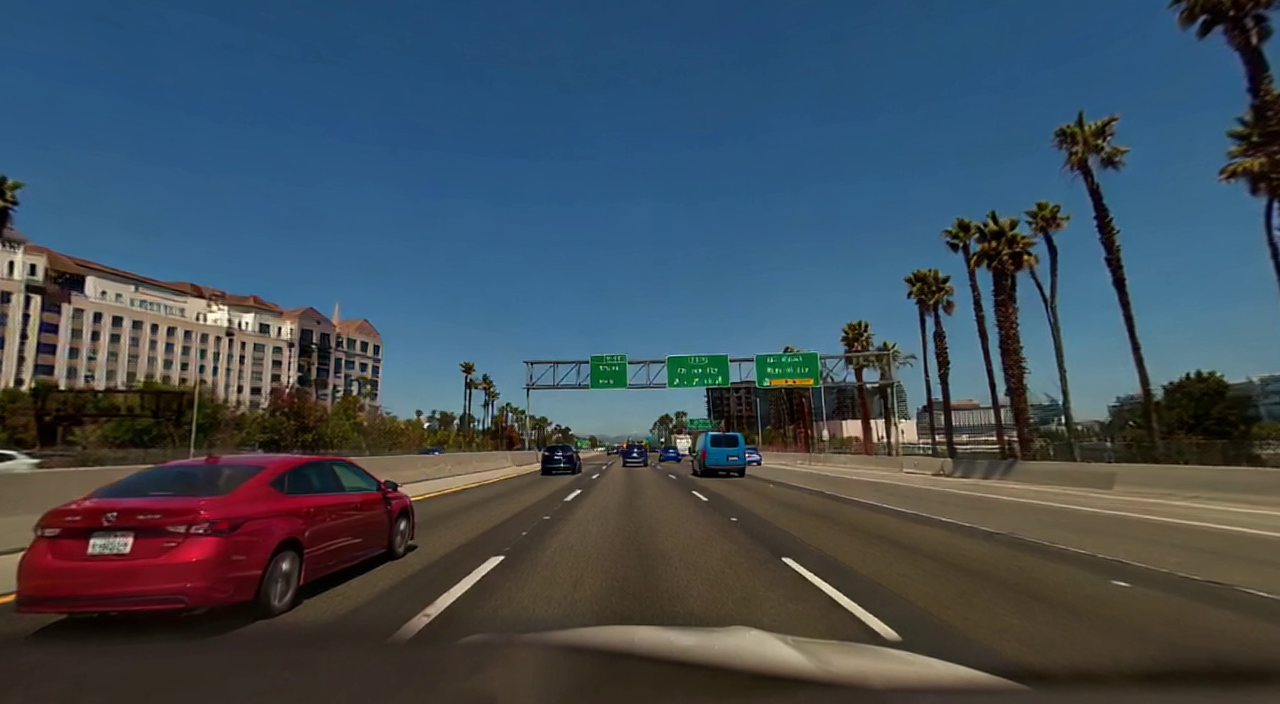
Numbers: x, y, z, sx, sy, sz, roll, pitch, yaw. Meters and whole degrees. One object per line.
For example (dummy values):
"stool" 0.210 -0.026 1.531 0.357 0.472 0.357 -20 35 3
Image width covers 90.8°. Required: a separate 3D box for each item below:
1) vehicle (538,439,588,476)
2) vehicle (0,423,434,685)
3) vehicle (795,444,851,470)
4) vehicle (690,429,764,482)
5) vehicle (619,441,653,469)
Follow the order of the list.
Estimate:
"vehicle" -4.049 5.641 33.965 2.109 1.793 4.613 0 -9 0
"vehicle" -3.638 1.481 5.830 1.991 1.469 4.381 0 -9 0
"vehicle" 11.628 6.733 40.597 2.010 1.535 4.980 0 -9 -1
"vehicle" 3.624 4.492 27.682 2.250 2.074 5.723 0 -9 -2
"vehicle" -0.302 7.016 43.135 2.212 1.786 4.198 0 -9 -1
